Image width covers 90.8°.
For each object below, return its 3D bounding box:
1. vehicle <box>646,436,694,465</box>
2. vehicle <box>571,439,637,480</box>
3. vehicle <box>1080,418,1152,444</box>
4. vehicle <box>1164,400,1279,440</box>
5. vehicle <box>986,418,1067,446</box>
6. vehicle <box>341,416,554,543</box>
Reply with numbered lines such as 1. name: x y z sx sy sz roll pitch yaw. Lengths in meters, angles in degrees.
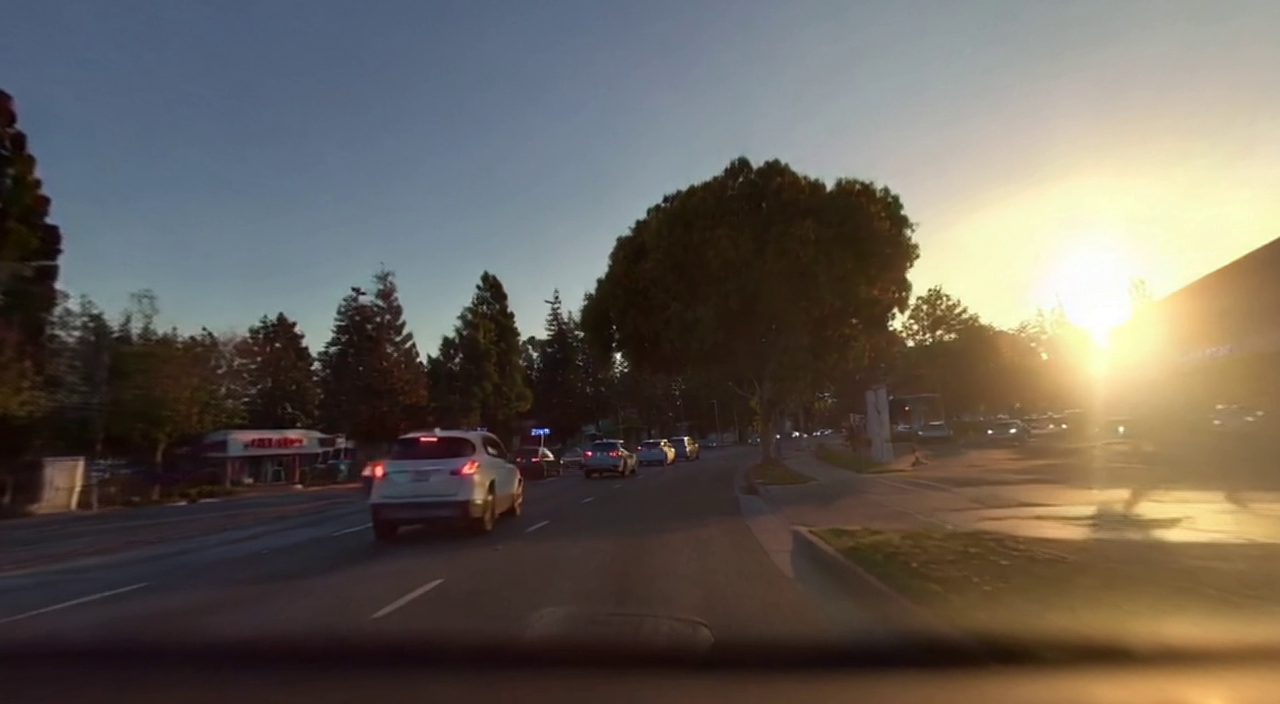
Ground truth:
1. vehicle: 2.084 6.605 42.556 2.167 1.832 4.679 -2 -9 16
2. vehicle: -1.506 4.730 28.163 2.002 1.664 4.113 -2 -9 10
3. vehicle: 29.071 4.854 38.530 4.106 1.450 1.901 5 -10 -29
4. vehicle: 28.841 3.342 30.594 1.910 1.652 4.755 3 -10 -30
5. vehicle: 26.047 5.434 42.566 4.982 1.789 2.303 4 -10 -28
6. vehicle: -3.235 2.258 11.841 2.168 1.783 4.695 -4 -9 5
